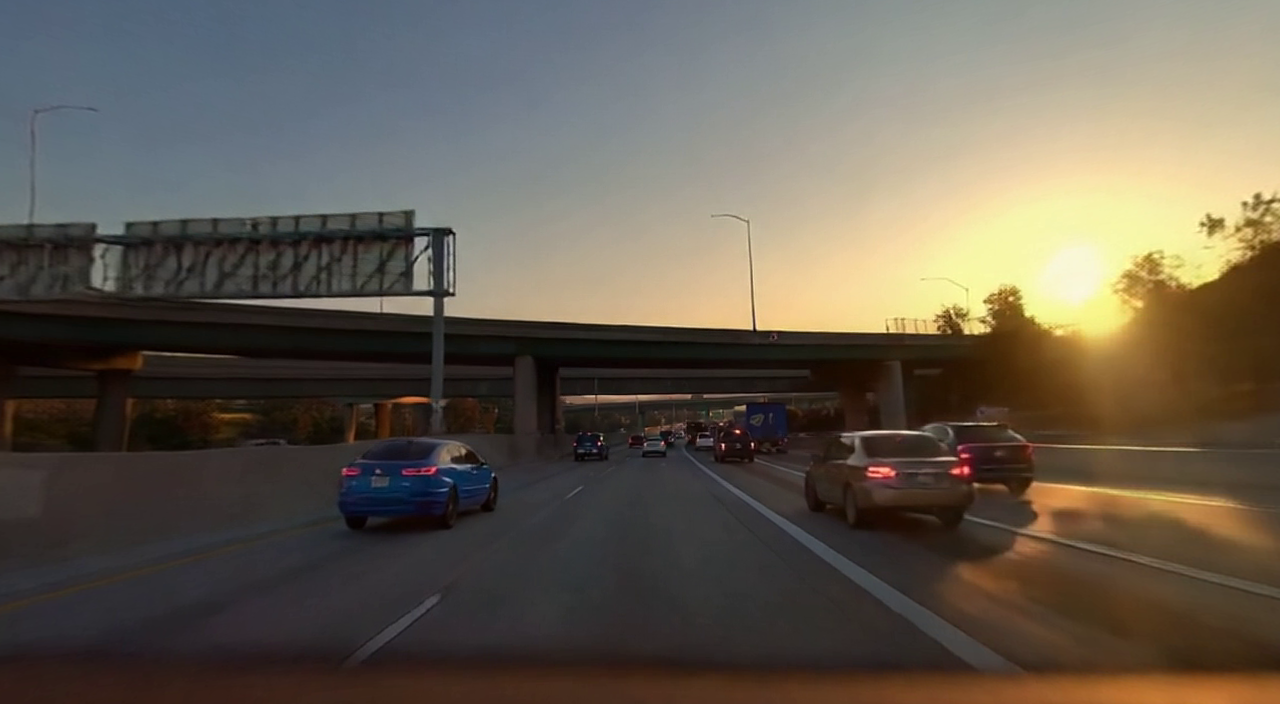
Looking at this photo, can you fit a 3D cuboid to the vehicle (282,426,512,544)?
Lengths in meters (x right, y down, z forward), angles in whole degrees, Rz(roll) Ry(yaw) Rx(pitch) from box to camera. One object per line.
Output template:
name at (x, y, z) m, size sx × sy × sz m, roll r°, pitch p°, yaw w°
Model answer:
vehicle at (-3.556, 2.032, 10.298) m, size 1.914 × 1.476 × 4.416 m, roll -1°, pitch -9°, yaw 1°

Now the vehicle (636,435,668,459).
vehicle at (0.793, 6.300, 41.728) m, size 2.040 × 1.461 × 3.984 m, roll -1°, pitch -9°, yaw 1°

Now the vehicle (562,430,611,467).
vehicle at (-2.672, 4.923, 32.346) m, size 2.006 × 1.741 × 4.277 m, roll -1°, pitch -8°, yaw 2°

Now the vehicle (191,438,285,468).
vehicle at (-22.130, 5.599, 34.985) m, size 1.923 × 1.509 × 4.735 m, roll -1°, pitch -9°, yaw 2°

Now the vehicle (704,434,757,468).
vehicle at (4.312, 4.800, 30.799) m, size 1.933 × 1.503 × 4.520 m, roll -1°, pitch -9°, yaw 0°

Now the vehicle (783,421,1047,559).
vehicle at (3.507, 1.830, 9.077) m, size 1.933 × 1.492 × 4.125 m, roll -1°, pitch -9°, yaw 0°
